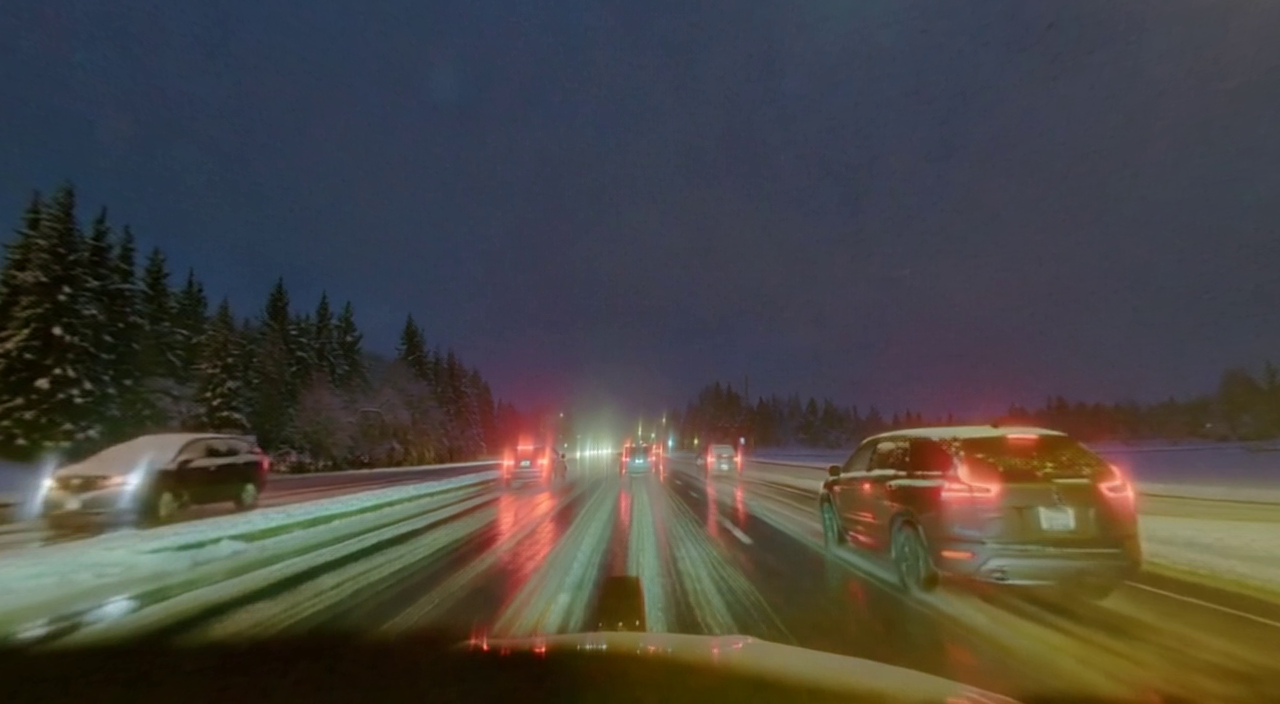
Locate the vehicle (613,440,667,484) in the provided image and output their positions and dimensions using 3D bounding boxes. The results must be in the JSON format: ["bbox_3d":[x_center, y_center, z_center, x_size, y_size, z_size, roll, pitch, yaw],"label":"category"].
[{"bbox_3d":[-0.041,4.725,27.342,2.150,1.725,4.096,0,-9,-1],"label":"vehicle"}]

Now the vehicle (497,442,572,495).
[{"bbox_3d":[-3.427,3.875,21.327,1.823,1.602,4.061,0,-9,0],"label":"vehicle"}]

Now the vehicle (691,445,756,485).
[{"bbox_3d":[3.384,4.672,26.418,2.068,1.541,4.041,0,-9,-1],"label":"vehicle"}]

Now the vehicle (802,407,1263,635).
[{"bbox_3d":[3.472,1.592,7.027,2.069,1.644,4.714,0,-9,0],"label":"vehicle"}]

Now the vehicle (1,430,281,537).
[{"bbox_3d":[-9.501,2.508,12.677,2.045,1.730,4.375,0,-9,-1],"label":"vehicle"}]
